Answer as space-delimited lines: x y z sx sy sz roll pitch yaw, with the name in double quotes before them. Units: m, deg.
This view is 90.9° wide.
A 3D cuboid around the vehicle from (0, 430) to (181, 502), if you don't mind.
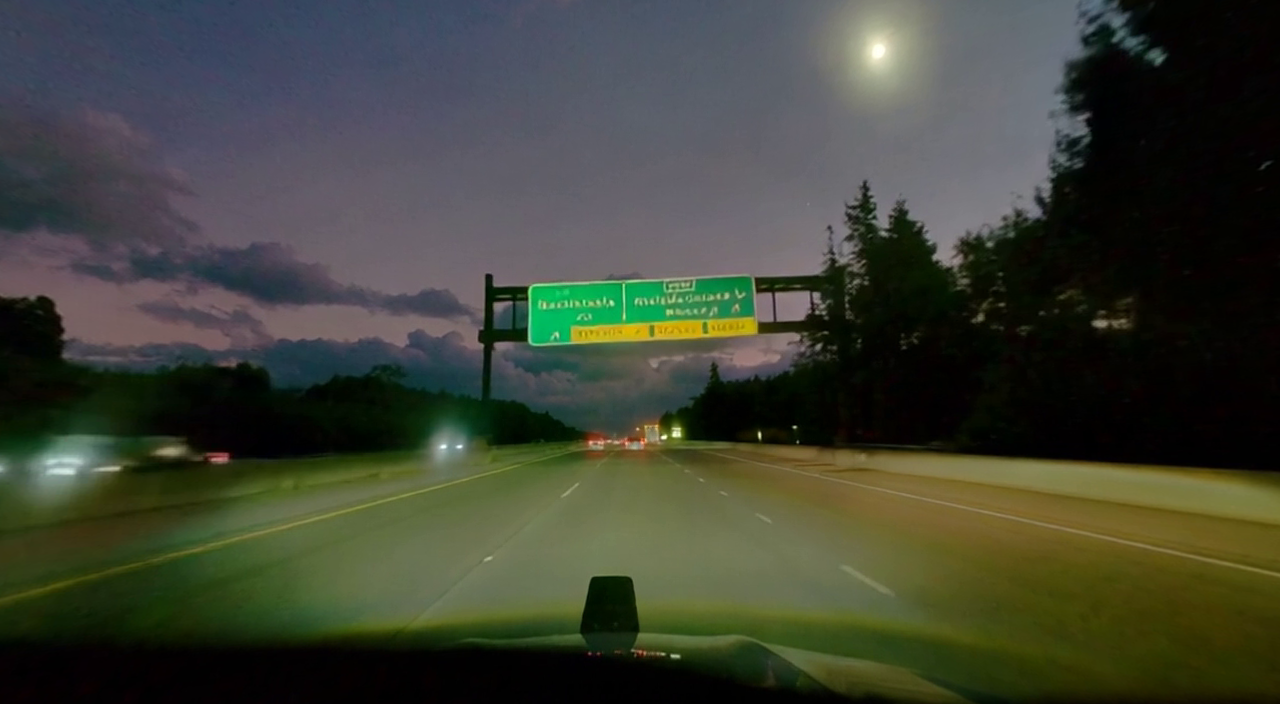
"vehicle" -12.720 2.535 14.442 1.855 1.437 3.463 0 -8 -2
